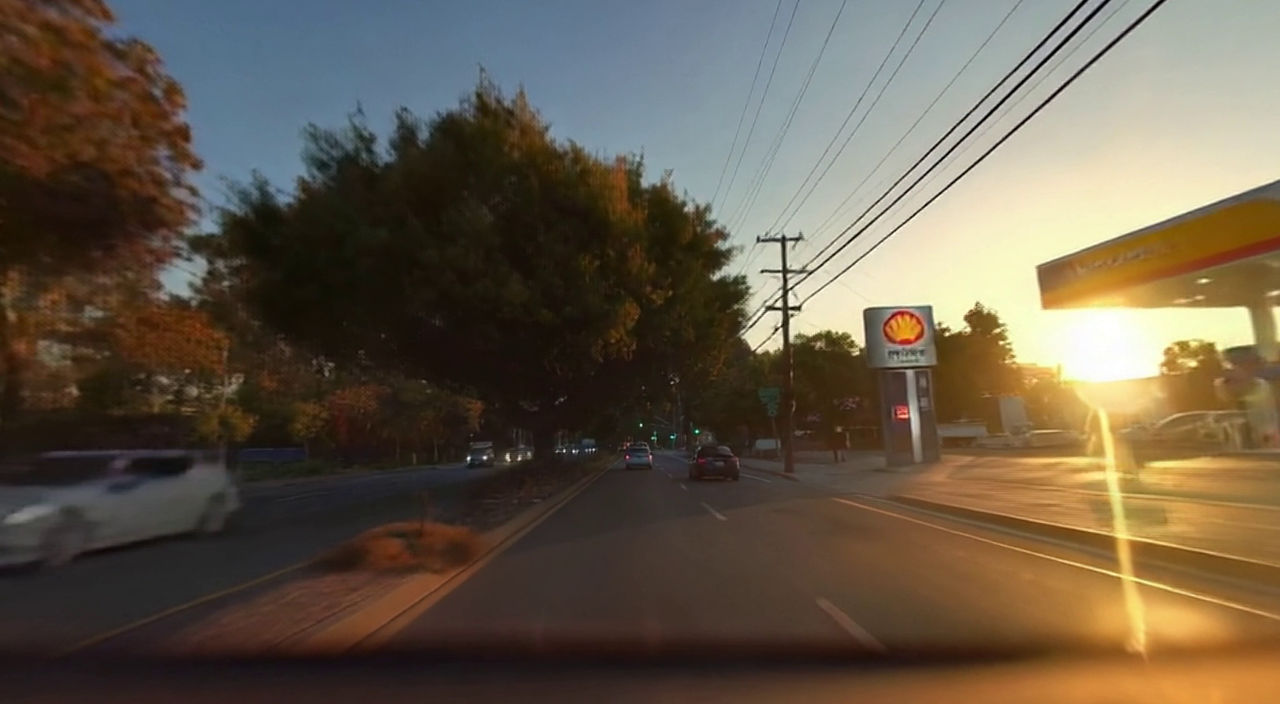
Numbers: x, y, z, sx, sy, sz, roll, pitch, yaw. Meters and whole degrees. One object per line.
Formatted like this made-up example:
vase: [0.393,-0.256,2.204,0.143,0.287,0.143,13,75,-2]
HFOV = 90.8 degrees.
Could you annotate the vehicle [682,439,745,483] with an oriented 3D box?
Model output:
vehicle: [2.942,4.442,26.101,1.990,1.592,4.294,0,-8,-1]

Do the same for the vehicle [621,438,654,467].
vehicle: [-0.203,6.823,43.156,2.163,1.825,4.073,0,-8,-1]

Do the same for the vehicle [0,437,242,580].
vehicle: [-8.203,2.065,9.158,2.085,1.582,4.305,-1,-8,-1]
